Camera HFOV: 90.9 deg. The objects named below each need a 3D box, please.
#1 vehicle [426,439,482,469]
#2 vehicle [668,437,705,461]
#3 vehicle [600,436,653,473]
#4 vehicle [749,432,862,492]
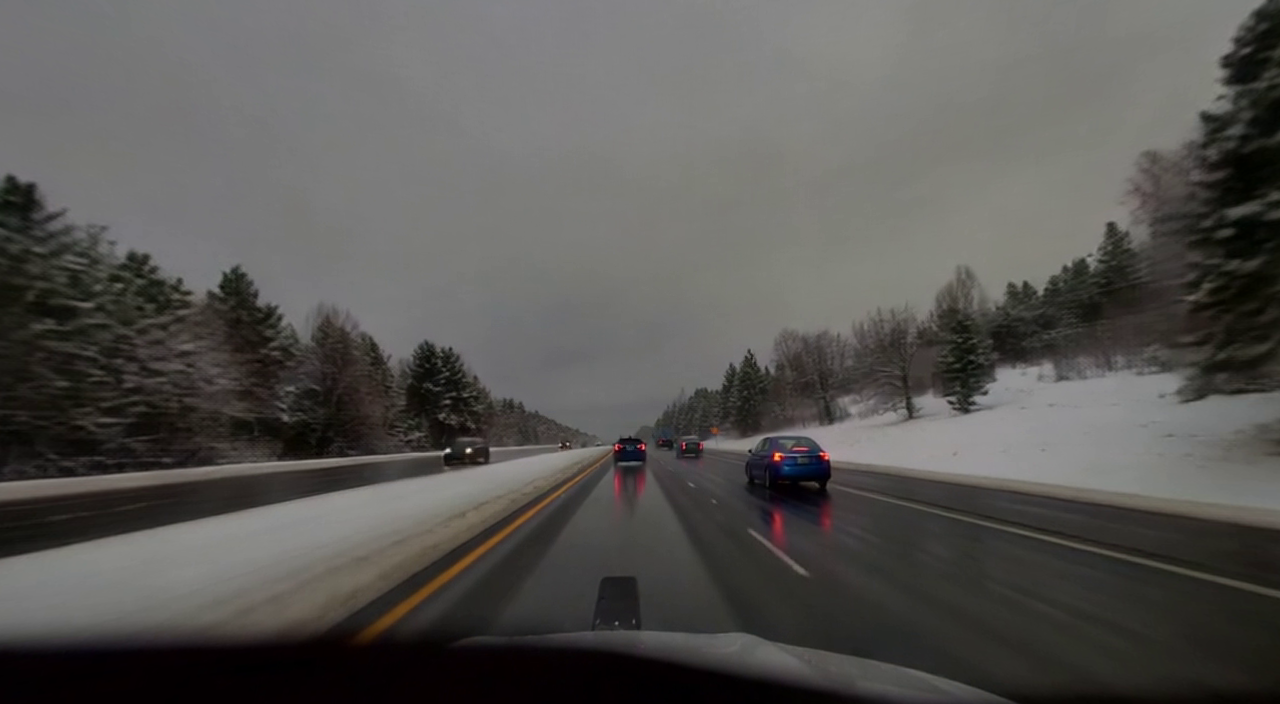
[{"bbox_3d":[-9.664,5.310,33.060,1.855,1.458,3.717,0,-8,-1],"label":"vehicle"},{"bbox_3d":[3.045,6.429,42.115,2.004,1.469,4.472,0,-8,-2],"label":"vehicle"},{"bbox_3d":[-0.584,4.372,27.274,2.143,1.466,3.693,0,-8,-1],"label":"vehicle"},{"bbox_3d":[4.597,3.098,18.258,2.066,1.526,4.216,0,-8,-1],"label":"vehicle"}]
